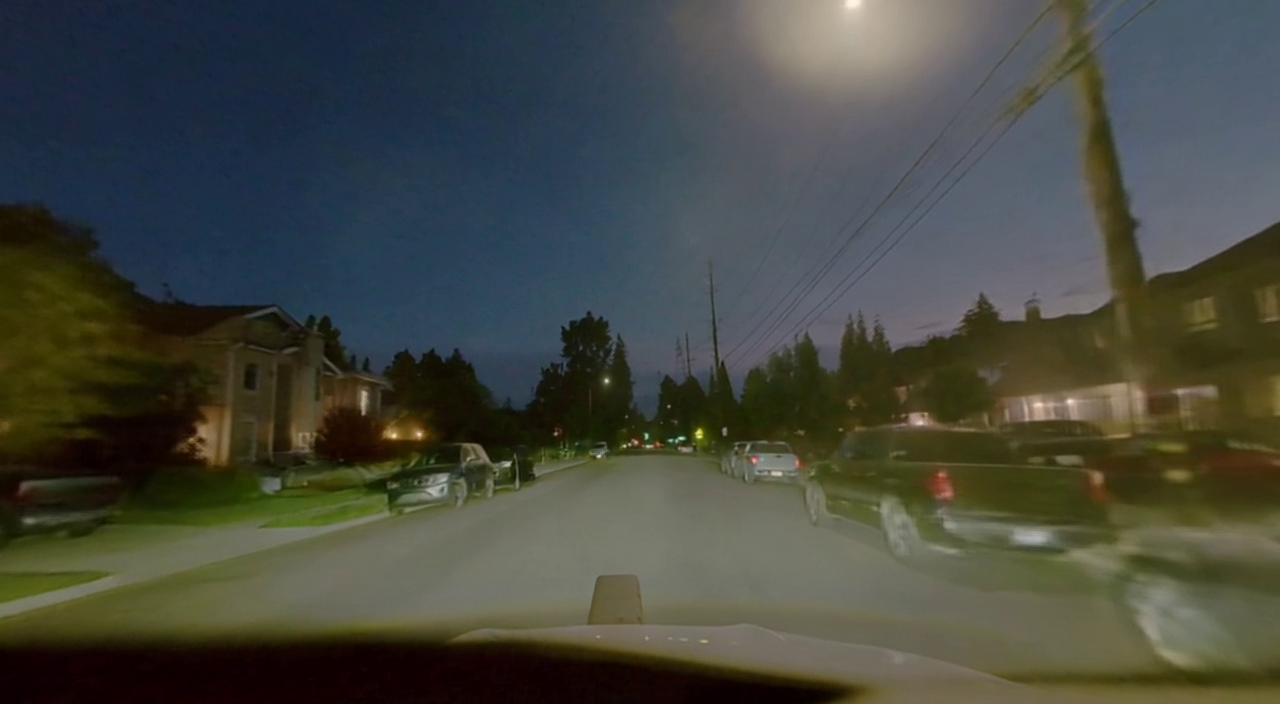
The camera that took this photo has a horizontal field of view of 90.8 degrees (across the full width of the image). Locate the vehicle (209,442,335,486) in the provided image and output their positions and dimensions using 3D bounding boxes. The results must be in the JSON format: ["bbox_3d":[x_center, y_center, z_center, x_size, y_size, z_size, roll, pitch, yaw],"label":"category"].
[{"bbox_3d":[-18.119,5.520,31.310,4.832,2.033,2.045,0,-9,-5],"label":"vehicle"}]

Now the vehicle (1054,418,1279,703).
[{"bbox_3d":[3.953,0.926,2.272,1.848,1.436,4.582,0,-9,1],"label":"vehicle"}]

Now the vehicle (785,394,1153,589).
[{"bbox_3d":[3.723,1.717,8.718,2.122,1.809,5.421,0,-9,0],"label":"vehicle"}]

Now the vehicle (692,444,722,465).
[{"bbox_3d":[5.115,7.914,48.975,1.906,1.503,4.498,0,-9,1],"label":"vehicle"}]

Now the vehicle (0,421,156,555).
[{"bbox_3d":[-12.647,2.433,11.768,5.096,2.213,2.354,1,-10,-2],"label":"vehicle"}]

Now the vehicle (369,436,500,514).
[{"bbox_3d":[-5.535,3.366,17.672,2.118,1.753,4.377,-4,-9,1],"label":"vehicle"}]

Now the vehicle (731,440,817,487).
[{"bbox_3d":[4.641,3.955,22.749,2.090,1.489,4.952,0,-9,1],"label":"vehicle"}]
